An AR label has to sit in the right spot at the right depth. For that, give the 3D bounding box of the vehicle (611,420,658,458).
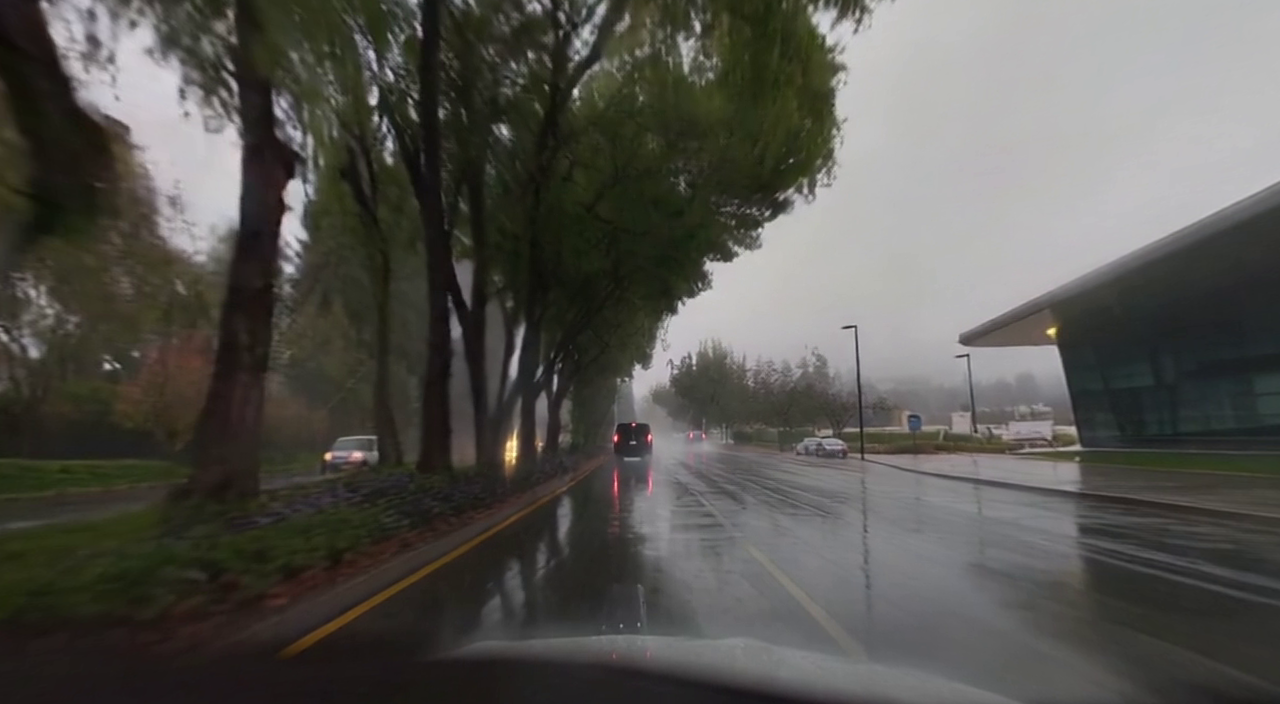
[{"bbox_3d":[-0.286,4.817,34.873,2.411,1.937,5.186,0,-8,0],"label":"vehicle"}]

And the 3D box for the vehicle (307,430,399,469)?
[{"bbox_3d":[-13.400,4.608,29.890,1.929,1.676,5.134,0,-8,0],"label":"vehicle"}]

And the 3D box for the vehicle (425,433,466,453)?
[{"bbox_3d":[-14.973,7.049,48.841,1.870,1.473,4.584,0,-8,-3],"label":"vehicle"}]

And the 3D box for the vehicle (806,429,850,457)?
[{"bbox_3d":[12.658,6.164,42.887,2.364,1.781,4.854,-2,-9,11],"label":"vehicle"}]
